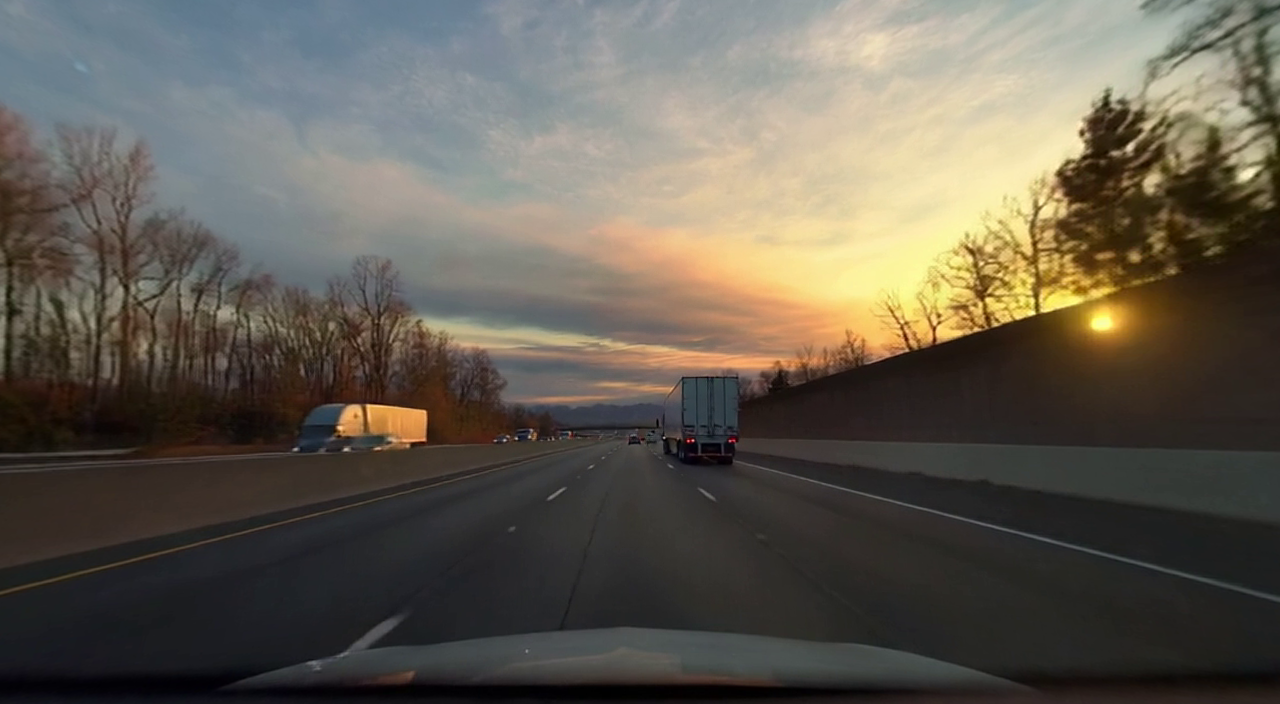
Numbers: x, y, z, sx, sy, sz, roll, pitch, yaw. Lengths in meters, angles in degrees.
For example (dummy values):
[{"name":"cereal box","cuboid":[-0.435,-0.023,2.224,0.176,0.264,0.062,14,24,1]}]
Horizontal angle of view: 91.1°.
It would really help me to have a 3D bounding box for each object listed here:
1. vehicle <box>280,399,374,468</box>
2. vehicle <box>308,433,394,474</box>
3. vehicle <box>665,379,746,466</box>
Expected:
[{"name":"vehicle","cuboid":[-20.264,5.331,41.129,2.877,4.178,5.690,0,-7,3]},{"name":"vehicle","cuboid":[-12.140,4.270,26.726,1.825,1.547,3.994,-1,-8,-1]},{"name":"vehicle","cuboid":[3.428,4.352,37.841,2.979,4.161,15.508,1,-7,-1]}]
